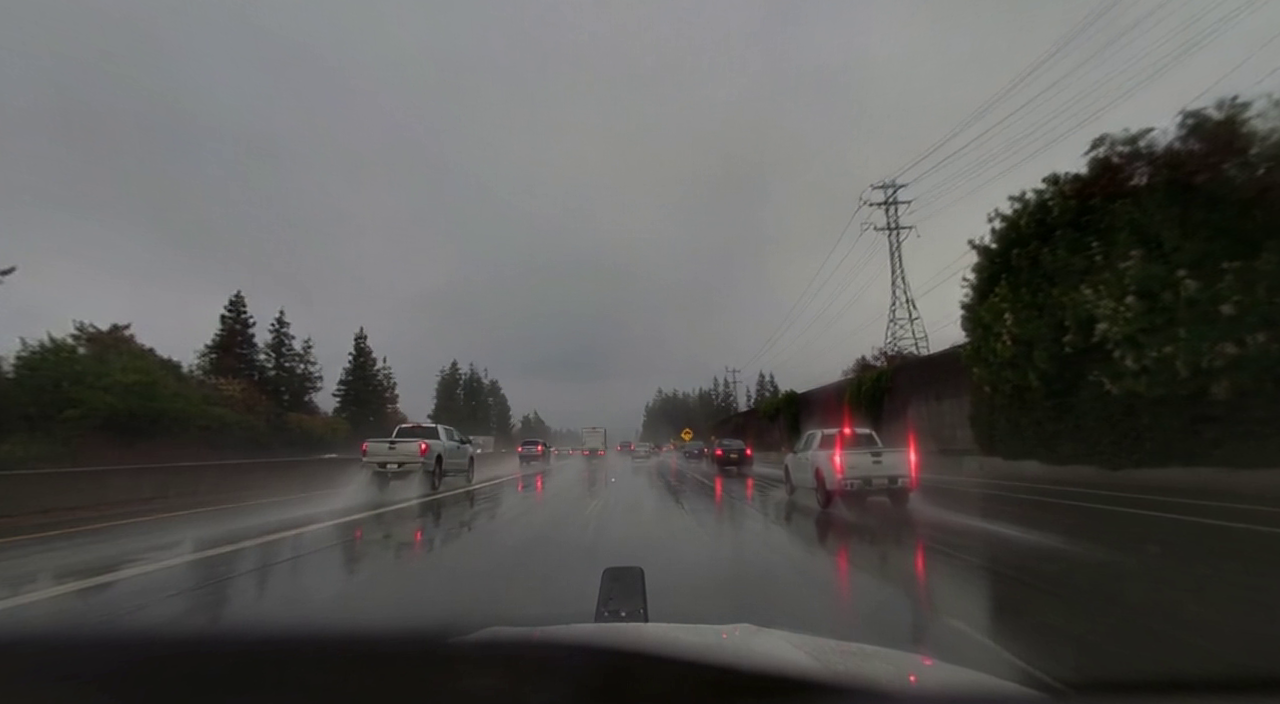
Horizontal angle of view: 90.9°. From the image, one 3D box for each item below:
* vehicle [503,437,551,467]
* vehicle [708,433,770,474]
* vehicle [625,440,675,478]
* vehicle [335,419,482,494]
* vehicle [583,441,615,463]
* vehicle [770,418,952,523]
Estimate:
[{"bbox_3d":[-6.654,5.965,37.668,1.978,1.680,4.263,0,-8,1],"label":"vehicle"},{"bbox_3d":[4.559,4.759,29.875,2.195,1.778,4.455,0,-8,0],"label":"vehicle"},{"bbox_3d":[0.409,4.511,26.830,1.966,1.444,3.986,0,-8,0],"label":"vehicle"},{"bbox_3d":[-6.751,3.152,19.345,2.269,1.936,5.777,0,-8,1],"label":"vehicle"},{"bbox_3d":[-2.820,7.065,44.567,1.904,1.479,4.274,0,-8,1],"label":"vehicle"},{"bbox_3d":[4.068,2.258,12.518,2.002,1.691,4.290,0,-8,0],"label":"vehicle"}]
